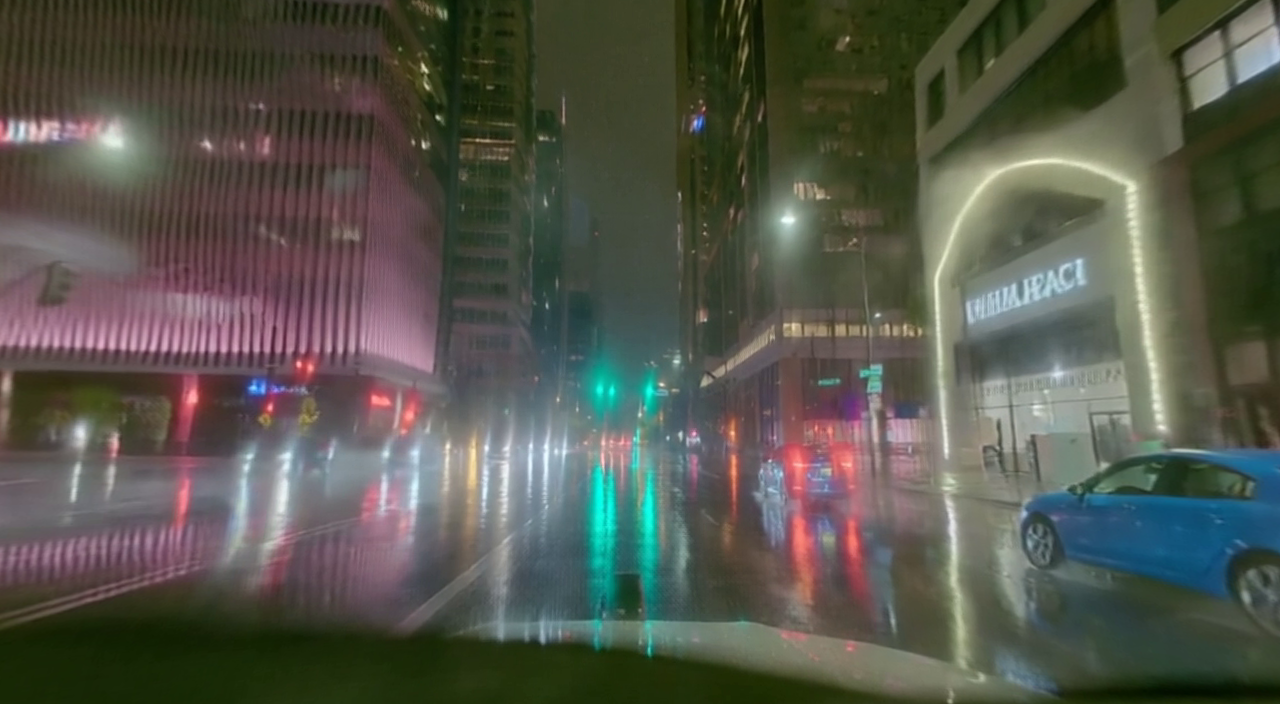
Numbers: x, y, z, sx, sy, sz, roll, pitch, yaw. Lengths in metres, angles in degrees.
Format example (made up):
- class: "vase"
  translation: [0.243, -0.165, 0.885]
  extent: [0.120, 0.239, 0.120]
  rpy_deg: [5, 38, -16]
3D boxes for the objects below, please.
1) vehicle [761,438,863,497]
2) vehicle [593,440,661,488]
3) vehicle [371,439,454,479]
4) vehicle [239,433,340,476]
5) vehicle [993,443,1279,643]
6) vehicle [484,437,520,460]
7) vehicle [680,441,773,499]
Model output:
- class: "vehicle"
  translation: [5.588, 3.785, 21.142]
  extent: [2.015, 1.745, 4.444]
  rpy_deg: [0, -8, -2]
- class: "vehicle"
  translation: [-0.438, 3.780, 21.664]
  extent: [2.096, 1.457, 4.160]
  rpy_deg: [0, -8, -1]
- class: "vehicle"
  translation: [-9.744, 4.593, 27.440]
  extent: [1.960, 1.568, 4.511]
  rpy_deg: [0, -8, 0]
- class: "vehicle"
  translation: [-15.391, 4.513, 28.069]
  extent: [1.932, 1.760, 4.422]
  rpy_deg: [0, -8, -1]
- class: "vehicle"
  translation: [5.727, 1.629, 6.068]
  extent: [1.914, 1.484, 4.639]
  rpy_deg: [0, -8, -1]
- class: "vehicle"
  translation: [-10.347, 7.275, 47.601]
  extent: [1.879, 1.637, 4.100]
  rpy_deg: [0, -8, -1]
- class: "vehicle"
  translation: [2.397, 3.412, 18.690]
  extent: [1.987, 1.484, 4.427]
  rpy_deg: [0, -8, -2]
